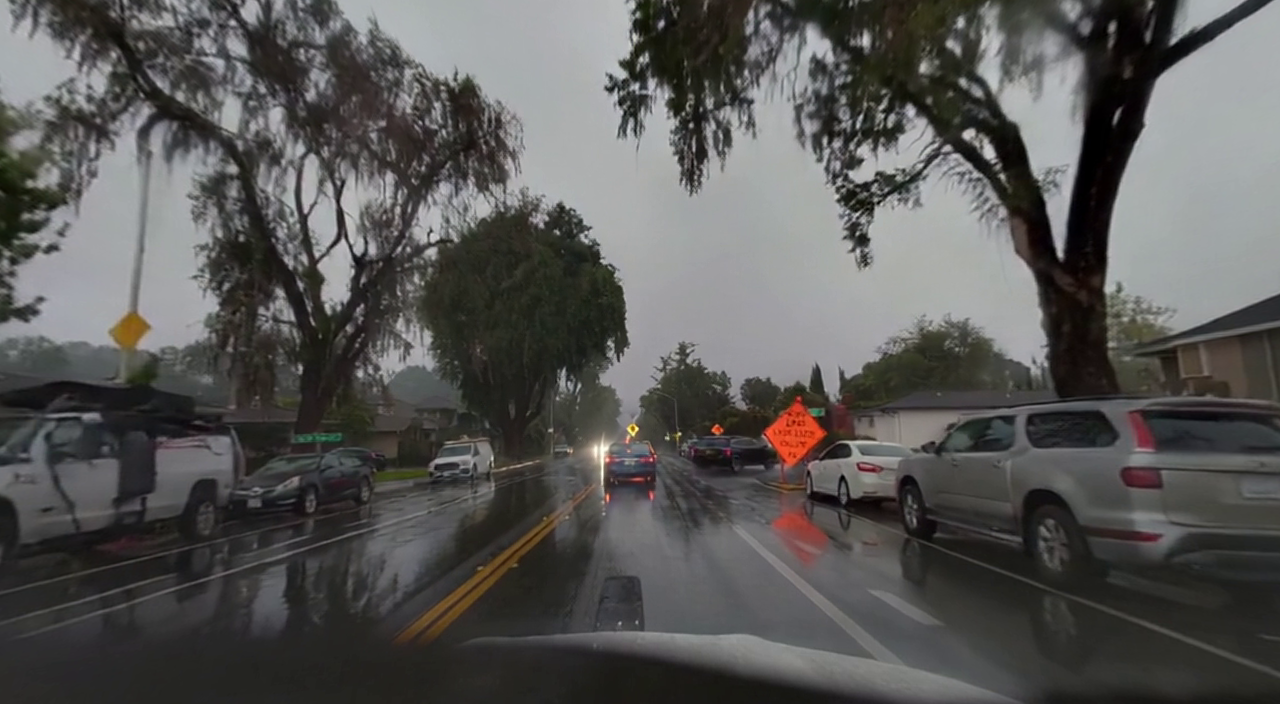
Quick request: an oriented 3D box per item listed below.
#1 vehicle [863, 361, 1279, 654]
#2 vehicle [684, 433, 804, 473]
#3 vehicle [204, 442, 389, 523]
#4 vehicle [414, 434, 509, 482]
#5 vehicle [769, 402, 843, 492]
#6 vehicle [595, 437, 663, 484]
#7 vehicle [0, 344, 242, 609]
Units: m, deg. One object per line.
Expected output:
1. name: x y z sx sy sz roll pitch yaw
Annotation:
1. vehicle: 4.818 1.461 7.228 2.279 1.946 5.925 0 -8 -1
2. vehicle: 5.192 5.005 31.443 5.503 1.853 2.218 -3 -9 21
3. vehicle: -8.062 3.056 15.389 2.036 1.676 4.440 0 -8 -1
4. vehicle: -8.222 4.960 29.789 2.659 2.047 6.014 0 -8 0
5. vehicle: 5.200 3.007 20.008 1.409 2.648 2.645 0 -9 -4
6. vehicle: -0.317 3.767 22.130 2.151 1.481 4.084 0 -8 1
7. vehicle: -7.618 1.450 7.676 2.526 2.631 4.228 0 -8 2
